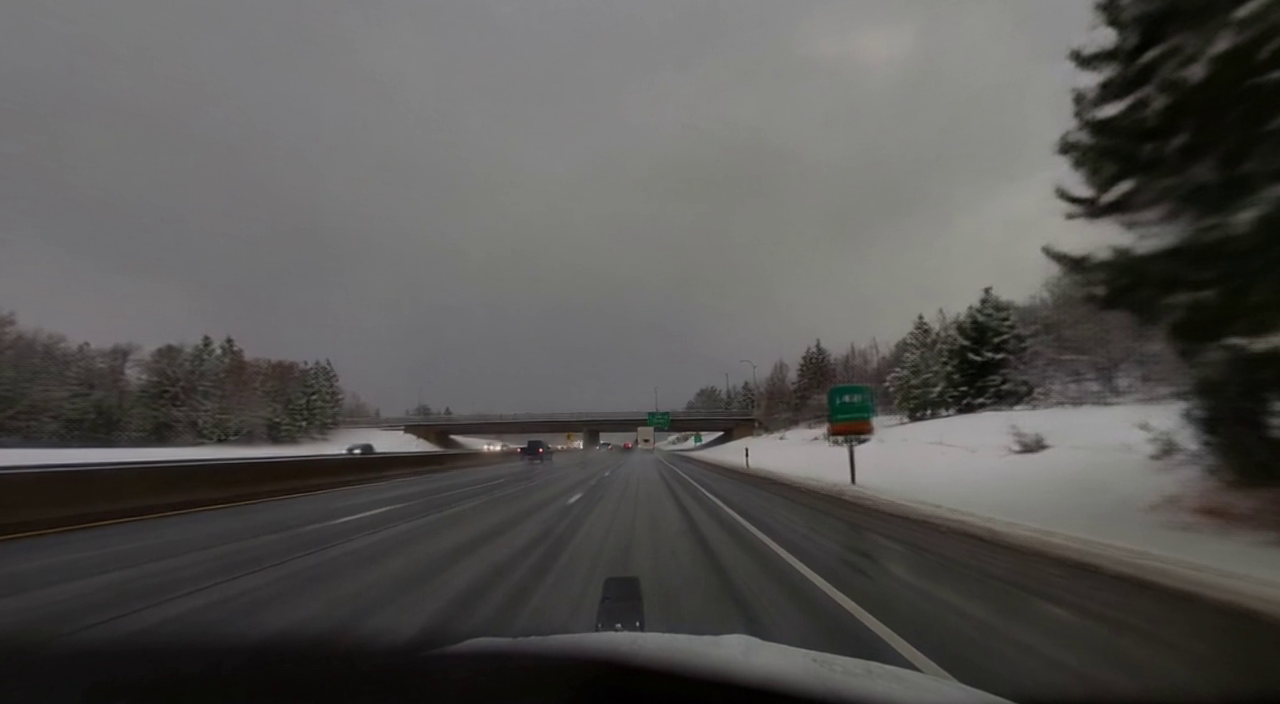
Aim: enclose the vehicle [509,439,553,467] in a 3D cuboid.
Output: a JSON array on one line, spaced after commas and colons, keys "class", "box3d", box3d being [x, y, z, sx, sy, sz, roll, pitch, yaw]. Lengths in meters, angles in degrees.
[{"class": "vehicle", "box3d": [-7.052, 6.602, 41.332, 2.070, 1.738, 4.733, 0, -8, 0]}]
